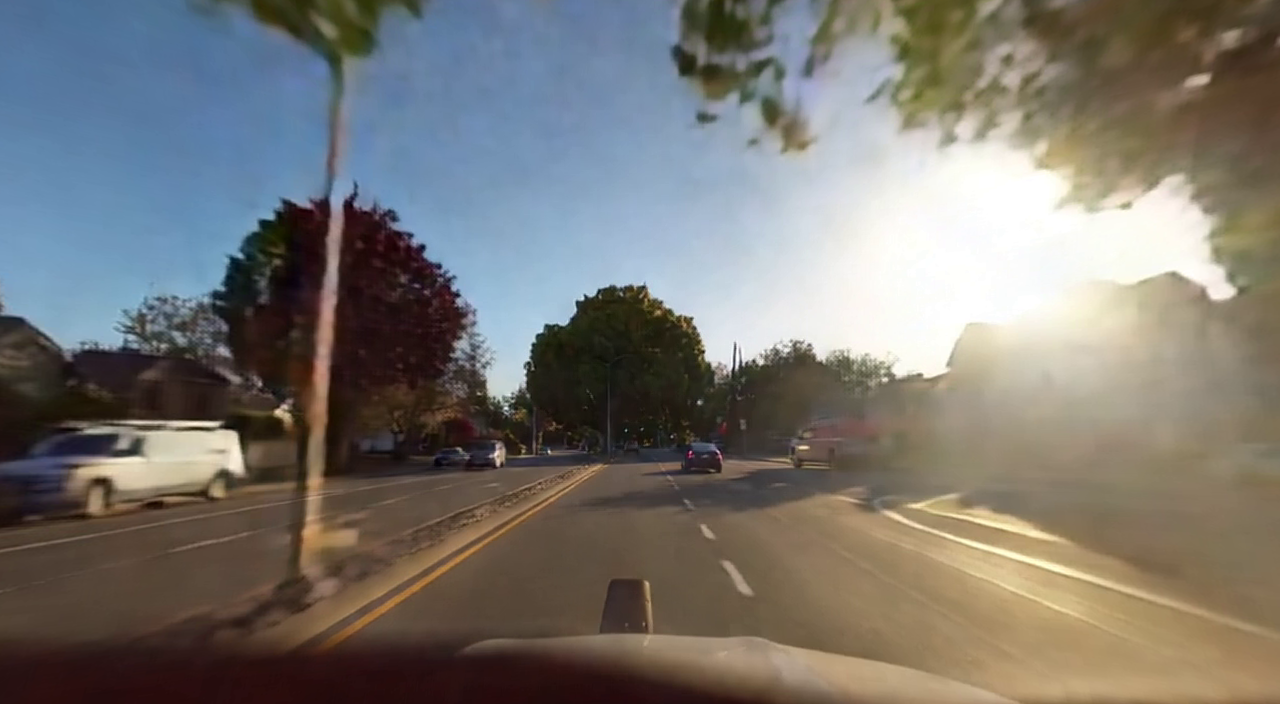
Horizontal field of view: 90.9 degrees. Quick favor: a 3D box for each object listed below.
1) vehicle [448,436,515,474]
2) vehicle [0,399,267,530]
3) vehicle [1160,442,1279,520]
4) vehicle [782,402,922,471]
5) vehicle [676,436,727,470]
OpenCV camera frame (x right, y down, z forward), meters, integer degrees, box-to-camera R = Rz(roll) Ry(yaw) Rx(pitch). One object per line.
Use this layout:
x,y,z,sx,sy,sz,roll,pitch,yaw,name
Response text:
-7.996,5.216,32.258,2.178,1.761,4.724,0,-8,0,vehicle
-11.975,2.551,14.968,2.347,2.428,6.149,0,-8,1,vehicle
17.238,3.220,15.772,2.441,1.895,5.935,6,-10,-37,vehicle
9.337,3.887,28.802,2.331,2.747,6.993,3,-9,-16,vehicle
2.883,4.825,30.244,1.960,1.479,4.086,0,-8,-1,vehicle
